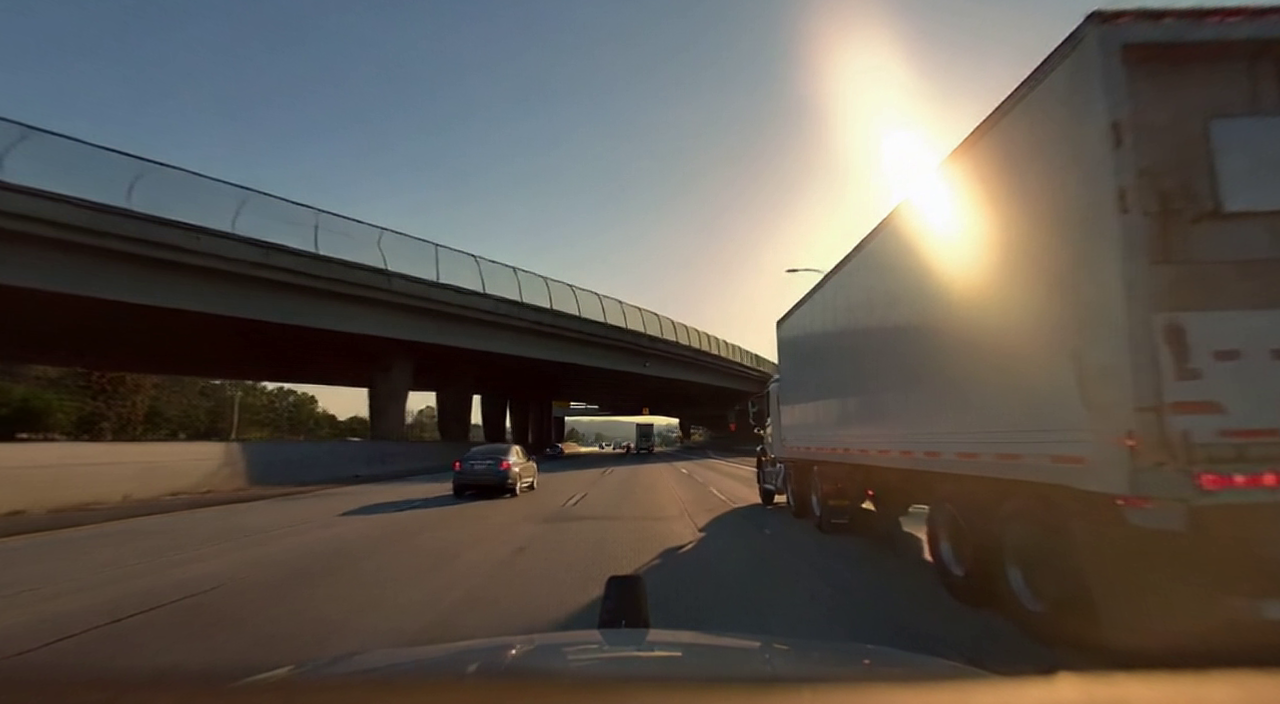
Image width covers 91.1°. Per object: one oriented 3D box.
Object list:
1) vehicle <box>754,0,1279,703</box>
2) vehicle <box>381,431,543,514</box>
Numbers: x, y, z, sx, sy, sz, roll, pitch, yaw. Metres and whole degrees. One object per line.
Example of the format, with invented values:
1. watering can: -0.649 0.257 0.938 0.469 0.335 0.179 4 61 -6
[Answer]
1. vehicle: 3.754 0.601 6.670 3.049 3.395 10.595 0 -9 0
2. vehicle: -3.697 2.617 14.211 2.143 1.529 4.918 0 -8 1
